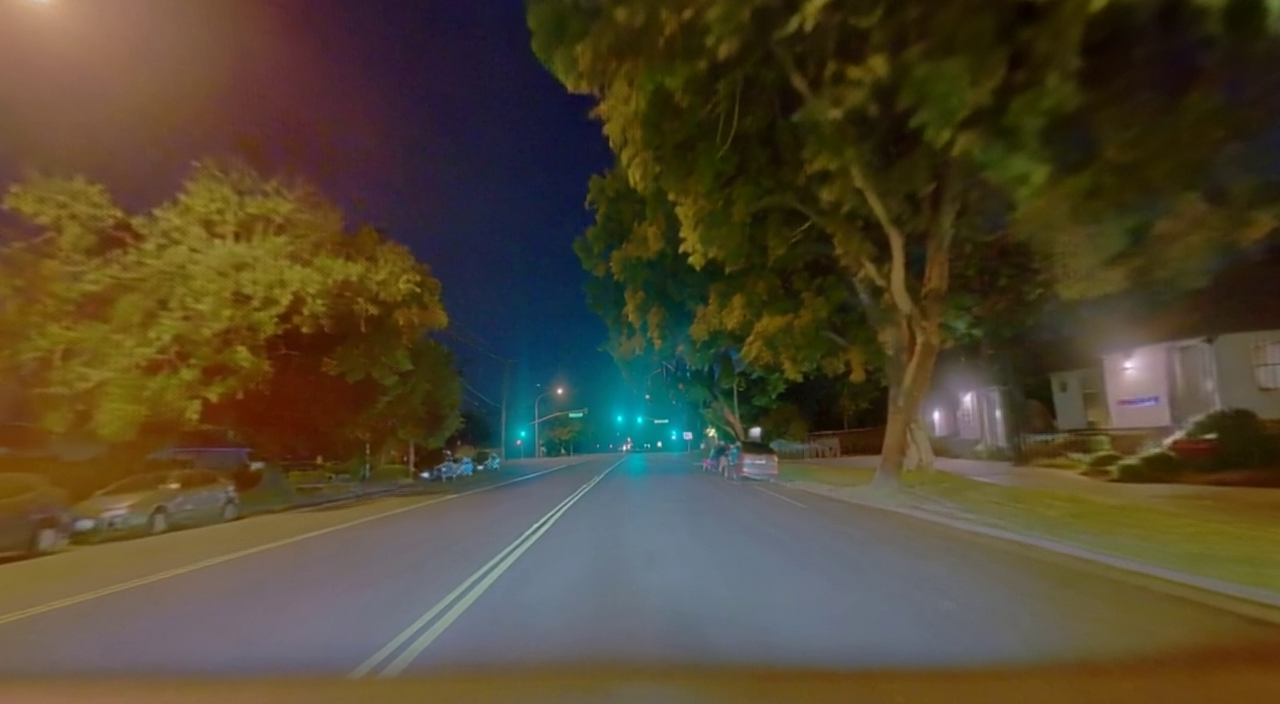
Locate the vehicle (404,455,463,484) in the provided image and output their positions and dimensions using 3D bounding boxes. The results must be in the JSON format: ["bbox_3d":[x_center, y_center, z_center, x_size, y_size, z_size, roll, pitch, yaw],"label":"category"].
[{"bbox_3d":[-11.608,6.586,35.782,1.867,1.471,4.139,0,-9,1],"label":"vehicle"}]

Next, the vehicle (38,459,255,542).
[{"bbox_3d":[-11.638,3.468,15.377,2.008,1.643,4.130,0,-8,-2],"label":"vehicle"}]

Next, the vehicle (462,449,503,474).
[{"bbox_3d":[-11.688,8.097,47.115,1.977,1.753,4.278,0,-9,0],"label":"vehicle"}]

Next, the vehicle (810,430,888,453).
[{"bbox_3d":[14.255,6.143,43.296,4.660,1.546,1.916,0,-8,0],"label":"vehicle"}]

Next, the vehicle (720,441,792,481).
[{"bbox_3d":[4.566,4.344,25.495,2.010,1.461,4.247,0,-9,-2],"label":"vehicle"}]

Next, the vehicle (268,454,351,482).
[{"bbox_3d":[-20.025,7.024,38.387,3.932,1.641,1.819,0,-8,-1],"label":"vehicle"}]

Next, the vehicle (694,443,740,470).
[{"bbox_3d":[4.300,5.919,35.910,2.063,1.444,4.217,0,-9,-1],"label":"vehicle"}]
